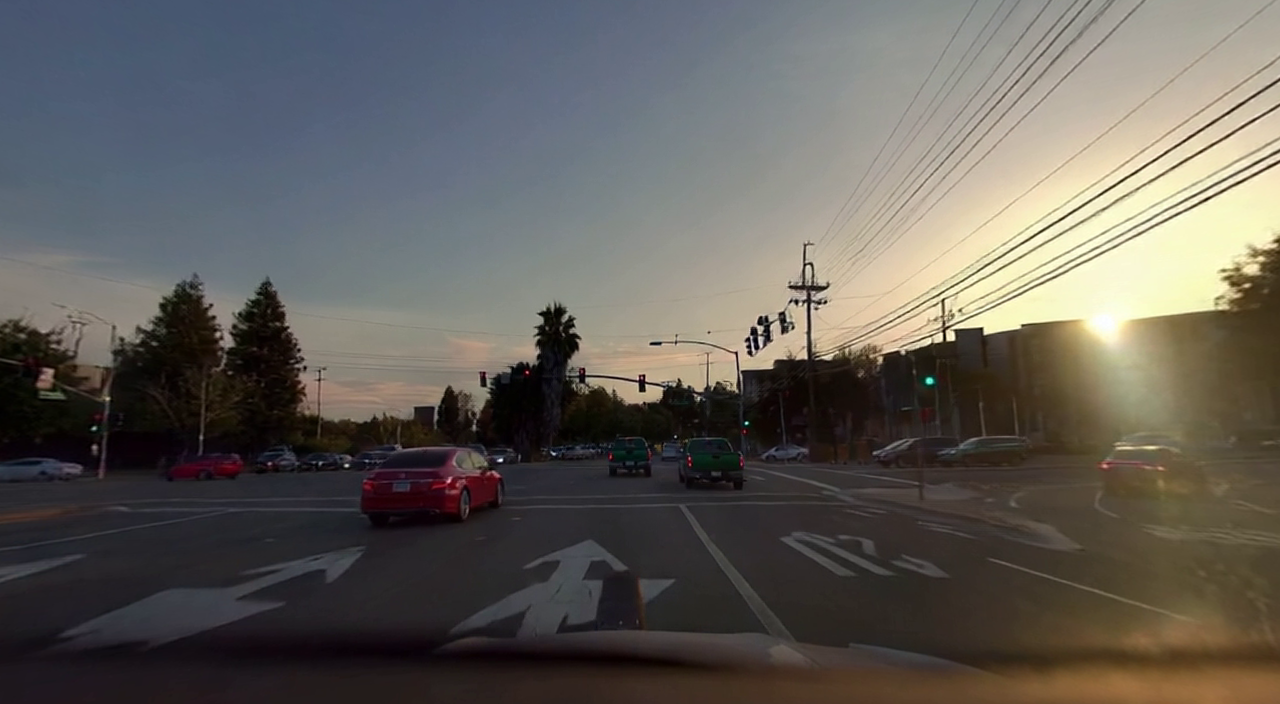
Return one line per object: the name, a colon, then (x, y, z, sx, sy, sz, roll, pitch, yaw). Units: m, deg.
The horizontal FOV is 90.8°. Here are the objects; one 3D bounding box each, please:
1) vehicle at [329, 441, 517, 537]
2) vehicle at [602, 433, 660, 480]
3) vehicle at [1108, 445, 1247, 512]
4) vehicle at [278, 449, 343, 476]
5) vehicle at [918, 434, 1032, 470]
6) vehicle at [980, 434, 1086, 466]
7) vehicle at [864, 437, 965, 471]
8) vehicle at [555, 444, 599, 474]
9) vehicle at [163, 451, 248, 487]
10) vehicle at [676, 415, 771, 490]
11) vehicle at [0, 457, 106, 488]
vehicle: (-3.873, 2.514, 12.268, 1.939, 1.494, 4.499, 0, -9, 1)
vehicle: (-0.332, 5.274, 32.099, 2.643, 2.145, 5.585, 0, -9, 2)
vehicle: (13.573, 3.136, 16.250, 2.212, 1.466, 4.126, -6, -11, 34)
vehicle: (-24.649, 8.273, 47.468, 2.224, 1.759, 4.994, -3, -9, 0)
vehicle: (17.239, 5.172, 32.606, 4.782, 1.768, 2.152, 2, -10, -11)
vehicle: (22.805, 5.730, 36.735, 4.882, 1.777, 2.103, 2, -10, -9)
vehicle: (15.271, 5.705, 35.242, 4.681, 1.756, 2.109, 2, -10, -9)
vehicle: (-3.943, 6.831, 40.571, 2.273, 1.749, 4.385, 0, -9, 2)
vehicle: (-20.467, 5.430, 29.714, 4.214, 1.557, 2.016, -7, -11, 38)
vehicle: (3.140, 4.079, 25.820, 2.905, 2.636, 6.895, 0, -9, 0)
vehicle: (-30.226, 6.102, 32.262, 4.675, 1.471, 2.076, -2, -9, 14)
